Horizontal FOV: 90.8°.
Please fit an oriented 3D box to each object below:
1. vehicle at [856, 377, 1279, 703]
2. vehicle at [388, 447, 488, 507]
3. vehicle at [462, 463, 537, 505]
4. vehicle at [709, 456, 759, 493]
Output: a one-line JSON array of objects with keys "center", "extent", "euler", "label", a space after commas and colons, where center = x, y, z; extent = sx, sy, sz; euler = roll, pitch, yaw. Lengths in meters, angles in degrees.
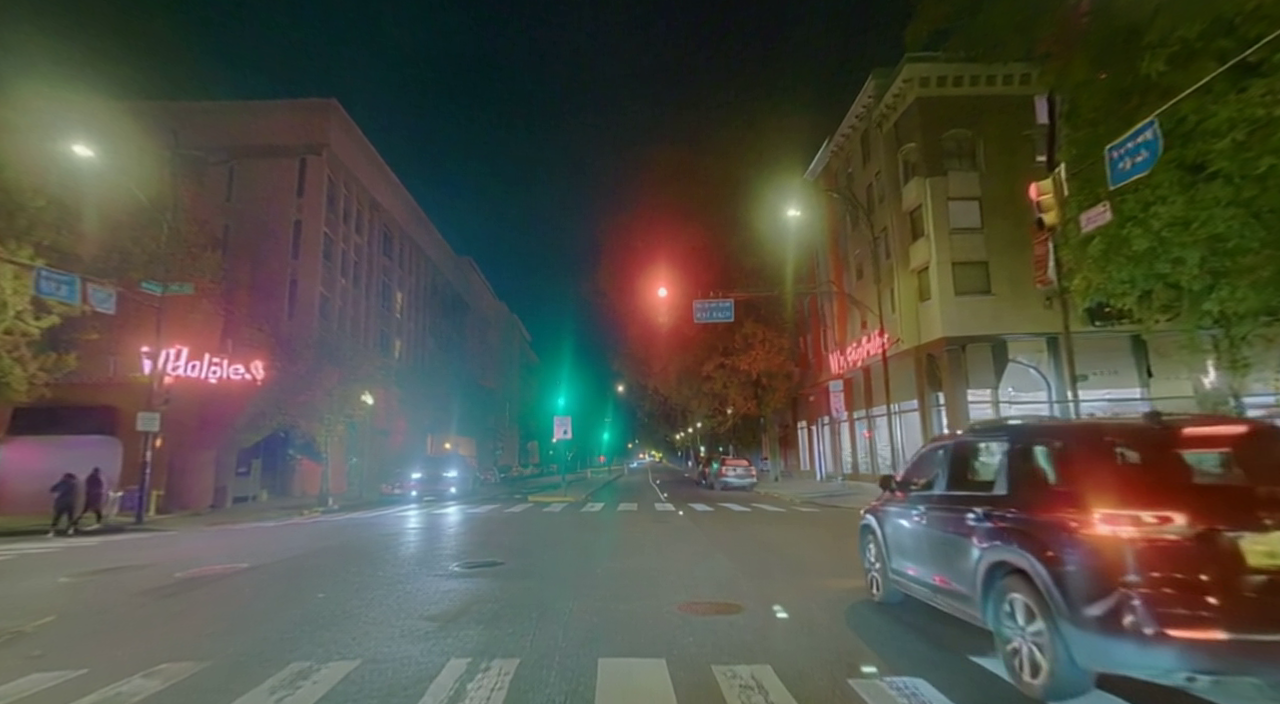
[{"center": [2.737, 1.124, 3.854], "extent": [1.822, 1.654, 2.794], "euler": [0, -8, 1], "label": "vehicle"}, {"center": [-8.776, 5.438, 28.172], "extent": [2.489, 2.323, 5.843], "euler": [0, -8, 0], "label": "vehicle"}, {"center": [-5.744, 5.436, 26.424], "extent": [1.983, 1.438, 4.559], "euler": [0, -8, 1], "label": "vehicle"}, {"center": [5.195, 6.809, 35.544], "extent": [2.010, 1.844, 4.386], "euler": [0, -8, -2], "label": "vehicle"}]
